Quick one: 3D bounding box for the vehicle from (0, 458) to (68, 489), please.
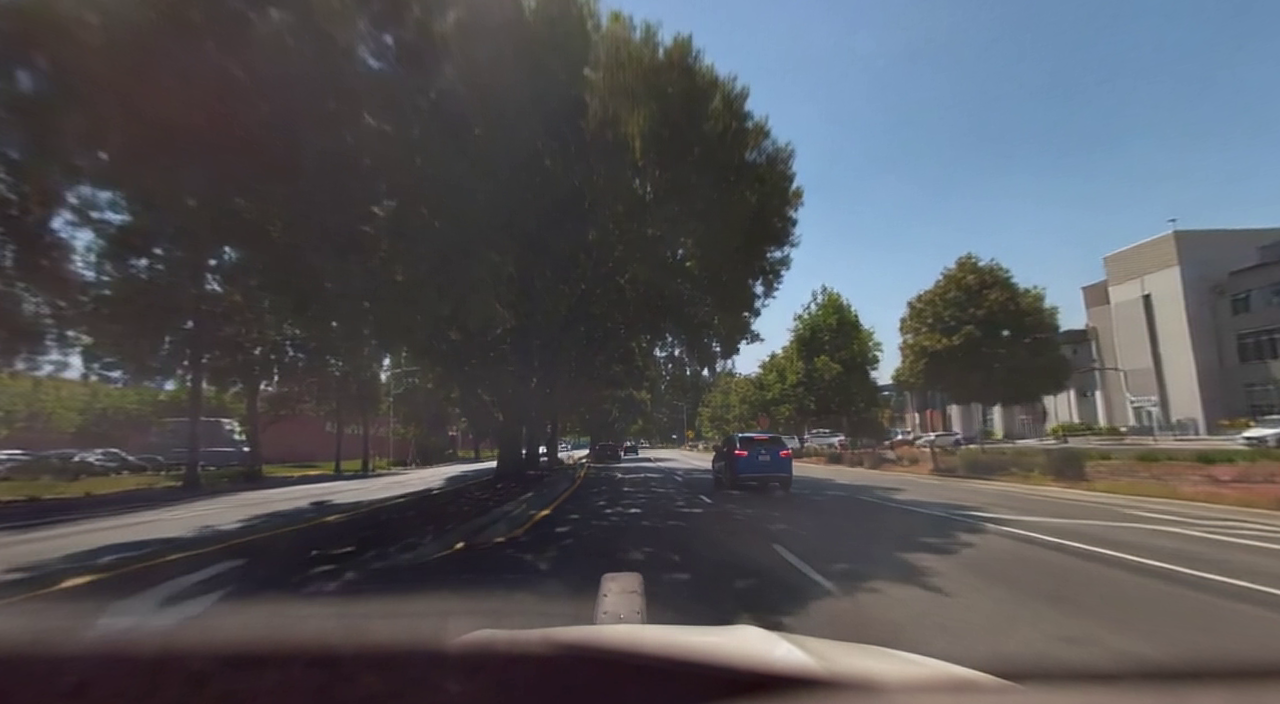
[{"bbox_3d":[-30.547,5.848,30.468,3.925,1.375,1.961,0,-8,0],"label":"vehicle"}]

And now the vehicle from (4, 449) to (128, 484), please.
[{"bbox_3d":[-30.101,5.973,33.241,4.399,1.729,2.076,0,-8,0],"label":"vehicle"}]

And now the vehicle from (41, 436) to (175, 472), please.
[{"bbox_3d":[-30.257,5.839,36.076,5.496,1.884,2.189,1,-9,-1],"label":"vehicle"}]

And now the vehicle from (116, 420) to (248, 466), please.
[{"bbox_3d":[-33.793,6.785,46.842,7.388,3.256,2.750,0,-9,-2],"label":"vehicle"}]

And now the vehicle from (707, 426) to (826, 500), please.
[{"bbox_3d":[3.126,2.860,16.641,2.060,1.665,4.284,0,-8,-2],"label":"vehicle"}]
